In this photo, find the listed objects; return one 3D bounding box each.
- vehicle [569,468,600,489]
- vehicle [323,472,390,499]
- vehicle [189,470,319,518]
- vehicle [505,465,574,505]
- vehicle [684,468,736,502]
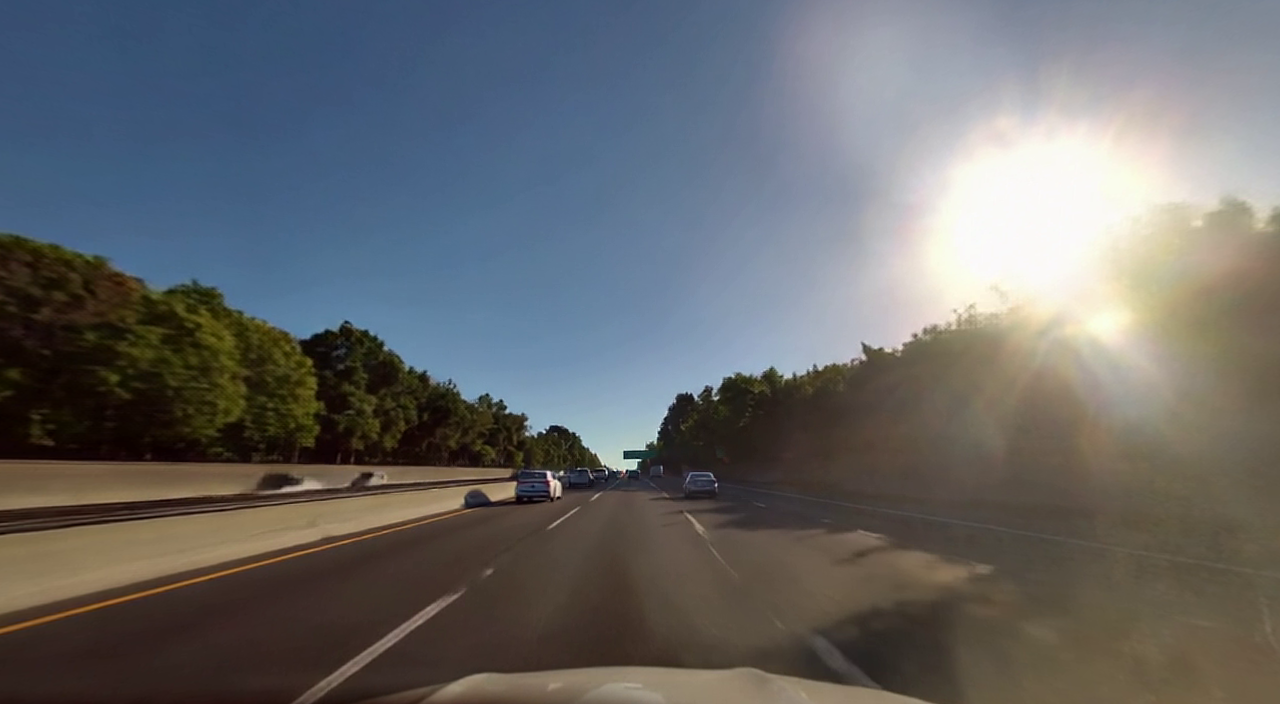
[{"bbox_3d":[-4.156,9.585,47.866,2.000,1.484,3.995,1,-11,-1],"label":"vehicle"},{"bbox_3d":[-16.914,7.987,37.871,1.893,1.458,4.576,1,-11,0],"label":"vehicle"},{"bbox_3d":[-12.638,4.650,20.968,1.763,1.412,4.029,1,-11,0],"label":"vehicle"},{"bbox_3d":[-3.981,5.416,25.925,2.004,1.468,4.812,0,-11,0],"label":"vehicle"},{"bbox_3d":[3.333,6.438,30.762,1.981,1.516,4.109,1,-11,-1],"label":"vehicle"}]
